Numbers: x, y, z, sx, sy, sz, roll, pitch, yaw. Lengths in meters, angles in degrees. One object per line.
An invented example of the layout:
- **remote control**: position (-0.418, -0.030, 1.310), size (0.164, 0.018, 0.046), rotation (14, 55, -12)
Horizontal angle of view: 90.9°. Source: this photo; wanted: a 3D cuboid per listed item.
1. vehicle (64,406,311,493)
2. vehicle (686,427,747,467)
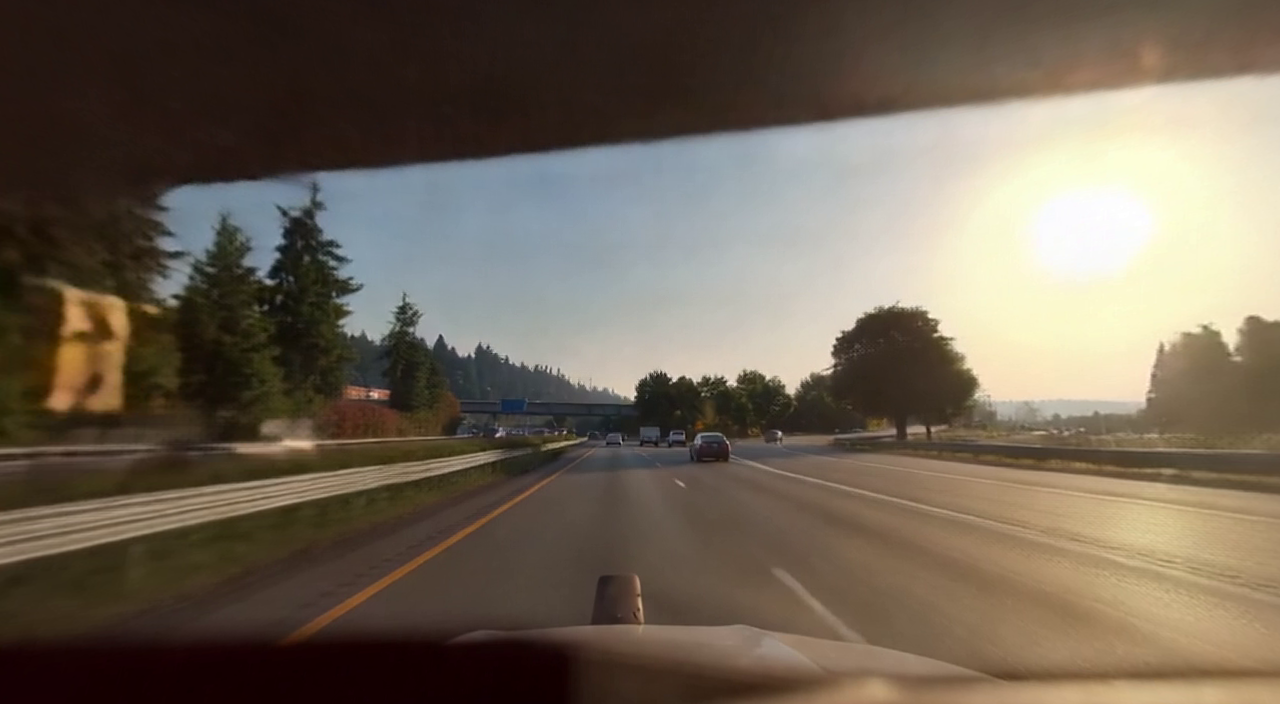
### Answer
- **vehicle**: position (-9.235, 2.028, 13.495), size (2.011, 1.519, 4.508), rotation (0, -8, -1)
- **vehicle**: position (3.153, 4.010, 26.806), size (1.938, 1.578, 3.764), rotation (0, -8, -3)
